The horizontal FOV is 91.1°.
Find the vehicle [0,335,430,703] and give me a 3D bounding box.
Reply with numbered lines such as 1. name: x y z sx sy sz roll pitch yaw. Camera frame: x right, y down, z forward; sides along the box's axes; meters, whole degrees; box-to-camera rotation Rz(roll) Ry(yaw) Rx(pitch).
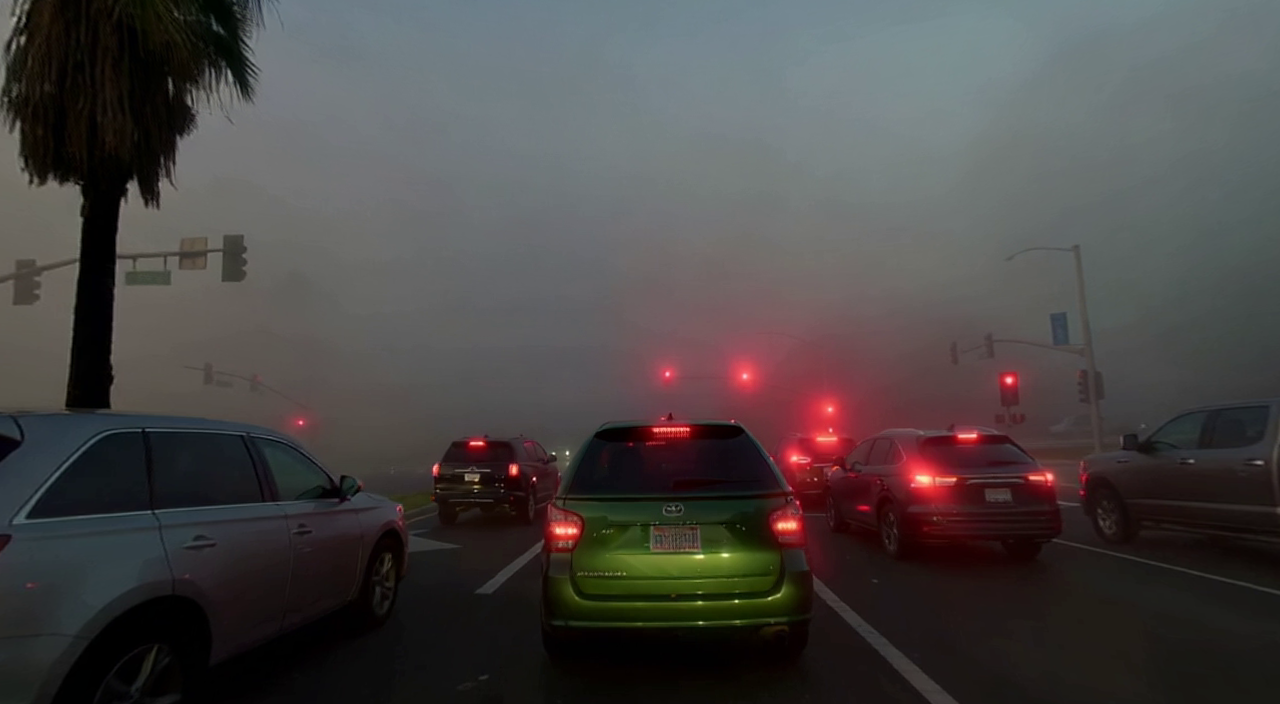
1. vehicle: -3.156 1.085 3.891 2.171 1.702 4.416 0 -9 0

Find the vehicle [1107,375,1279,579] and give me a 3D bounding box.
1. vehicle: 7.273 1.082 5.259 2.337 1.925 5.728 0 -9 1

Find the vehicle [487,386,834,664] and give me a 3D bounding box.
1. vehicle: 0.154 1.371 6.013 2.123 1.704 4.128 0 -9 1

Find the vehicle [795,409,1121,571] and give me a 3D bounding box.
1. vehicle: 4.011 1.848 9.290 2.072 1.704 5.170 0 -9 -1
